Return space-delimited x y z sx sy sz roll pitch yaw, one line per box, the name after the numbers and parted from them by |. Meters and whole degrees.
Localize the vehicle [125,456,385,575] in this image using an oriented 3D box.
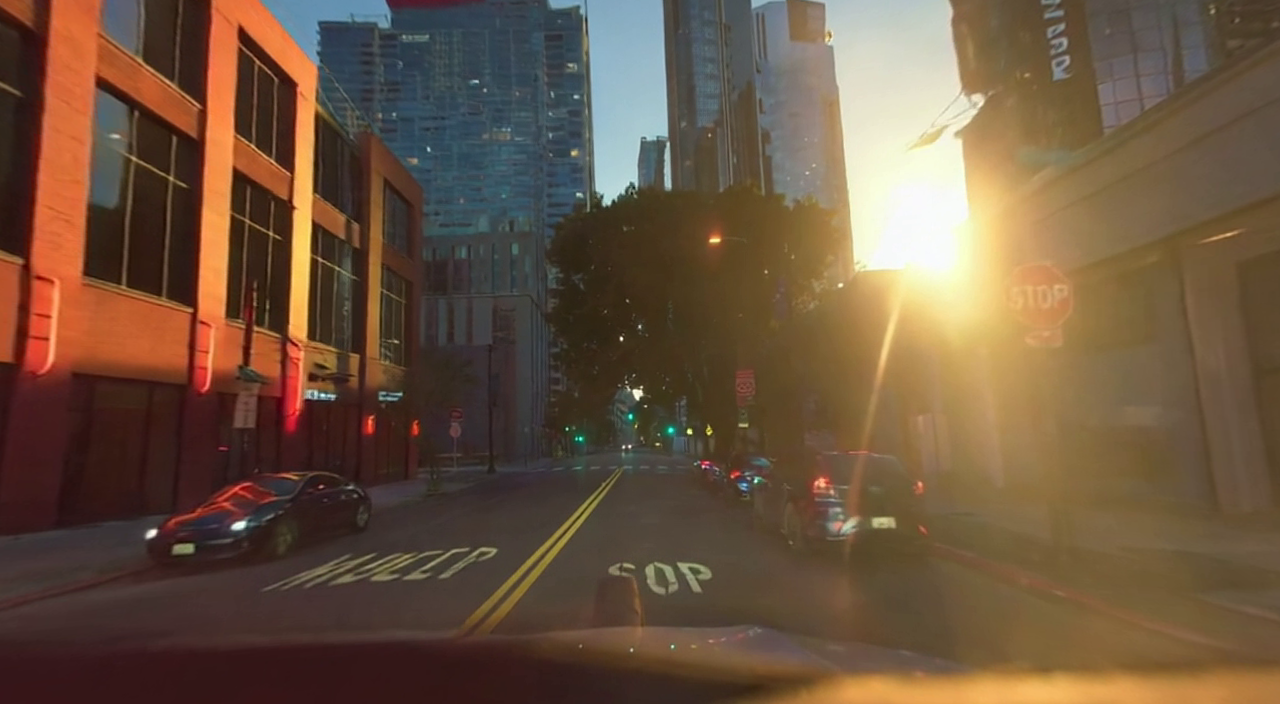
-5.764 2.434 10.165 1.864 1.447 3.887 0 -9 -3 | vehicle

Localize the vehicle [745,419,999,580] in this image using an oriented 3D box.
2.832 1.909 9.003 1.917 1.680 4.500 0 -9 0 | vehicle
